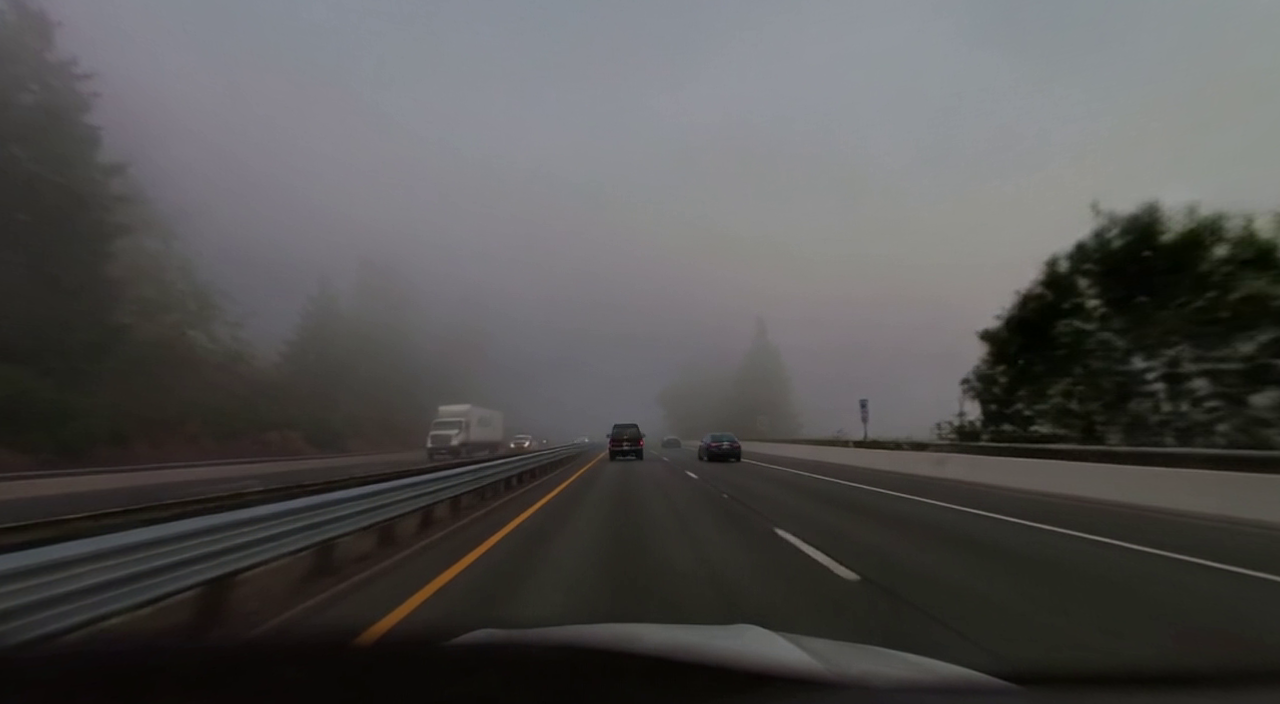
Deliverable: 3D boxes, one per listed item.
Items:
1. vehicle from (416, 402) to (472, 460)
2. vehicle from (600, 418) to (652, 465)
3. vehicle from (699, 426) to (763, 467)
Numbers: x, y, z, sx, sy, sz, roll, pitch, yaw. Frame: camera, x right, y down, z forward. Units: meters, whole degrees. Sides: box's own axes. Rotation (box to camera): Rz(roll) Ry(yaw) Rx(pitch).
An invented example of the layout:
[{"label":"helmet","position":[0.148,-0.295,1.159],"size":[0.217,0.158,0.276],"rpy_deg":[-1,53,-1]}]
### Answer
[{"label":"vehicle","position":[-14.213,5.770,45.979],"size":[2.990,4.029,3.259],"rpy_deg":[0,-8,-2]},{"label":"vehicle","position":[-0.692,4.259,30.027],"size":[2.270,2.044,4.633],"rpy_deg":[0,-8,-2]},{"label":"vehicle","position":[3.754,3.967,26.620],"size":[1.981,1.606,3.956],"rpy_deg":[0,-8,-2]}]
